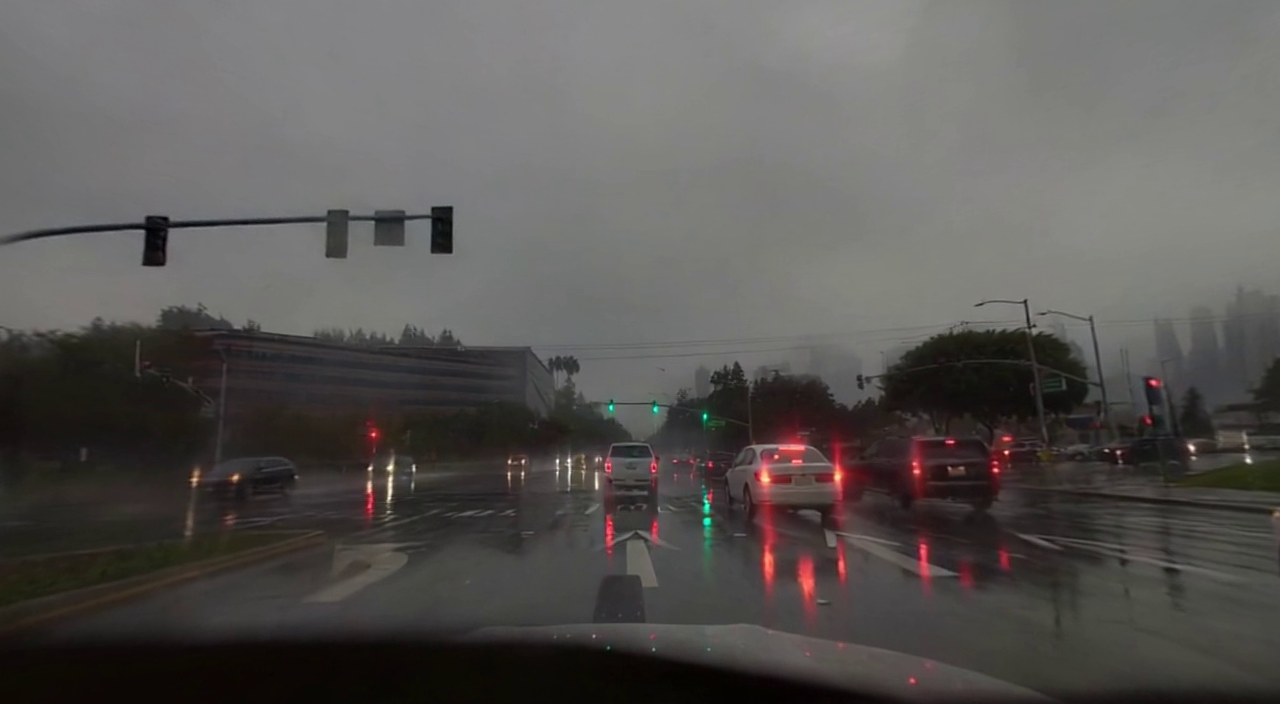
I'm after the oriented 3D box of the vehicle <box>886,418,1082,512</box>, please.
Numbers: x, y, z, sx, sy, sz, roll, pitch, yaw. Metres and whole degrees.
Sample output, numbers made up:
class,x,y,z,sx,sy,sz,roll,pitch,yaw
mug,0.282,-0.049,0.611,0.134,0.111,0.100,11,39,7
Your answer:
class,x,y,z,sx,sy,sz,roll,pitch,yaw
vehicle,9.556,3.191,18.302,2.683,2.319,5.058,0,-9,-1

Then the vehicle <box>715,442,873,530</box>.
class,x,y,z,sx,sy,sz,roll,pitch,yaw
vehicle,3.044,2.757,13.728,2.034,1.558,4.774,0,-9,-2

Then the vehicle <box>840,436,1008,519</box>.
class,x,y,z,sx,sy,sz,roll,pitch,yaw
vehicle,6.657,2.961,15.471,1.987,1.730,4.373,0,-9,-1

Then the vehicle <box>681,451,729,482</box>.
class,x,y,z,sx,sy,sz,roll,pitch,yaw
vehicle,3.361,6.009,33.492,2.004,1.523,4.263,0,-9,-1

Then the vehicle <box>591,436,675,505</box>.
class,x,y,z,sx,sy,sz,roll,pitch,yaw
vehicle,-0.207,3.502,19.136,2.236,1.827,4.316,0,-9,-1

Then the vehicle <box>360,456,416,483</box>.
class,x,y,z,sx,sy,sz,roll,pitch,yaw
vehicle,-17.376,8.086,43.857,1.962,1.672,4.514,0,-9,0

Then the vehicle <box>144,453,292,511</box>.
class,x,y,z,sx,sy,sz,roll,pitch,yaw
vehicle,-14.178,4.348,21.634,1.961,1.693,4.557,0,-9,-1
